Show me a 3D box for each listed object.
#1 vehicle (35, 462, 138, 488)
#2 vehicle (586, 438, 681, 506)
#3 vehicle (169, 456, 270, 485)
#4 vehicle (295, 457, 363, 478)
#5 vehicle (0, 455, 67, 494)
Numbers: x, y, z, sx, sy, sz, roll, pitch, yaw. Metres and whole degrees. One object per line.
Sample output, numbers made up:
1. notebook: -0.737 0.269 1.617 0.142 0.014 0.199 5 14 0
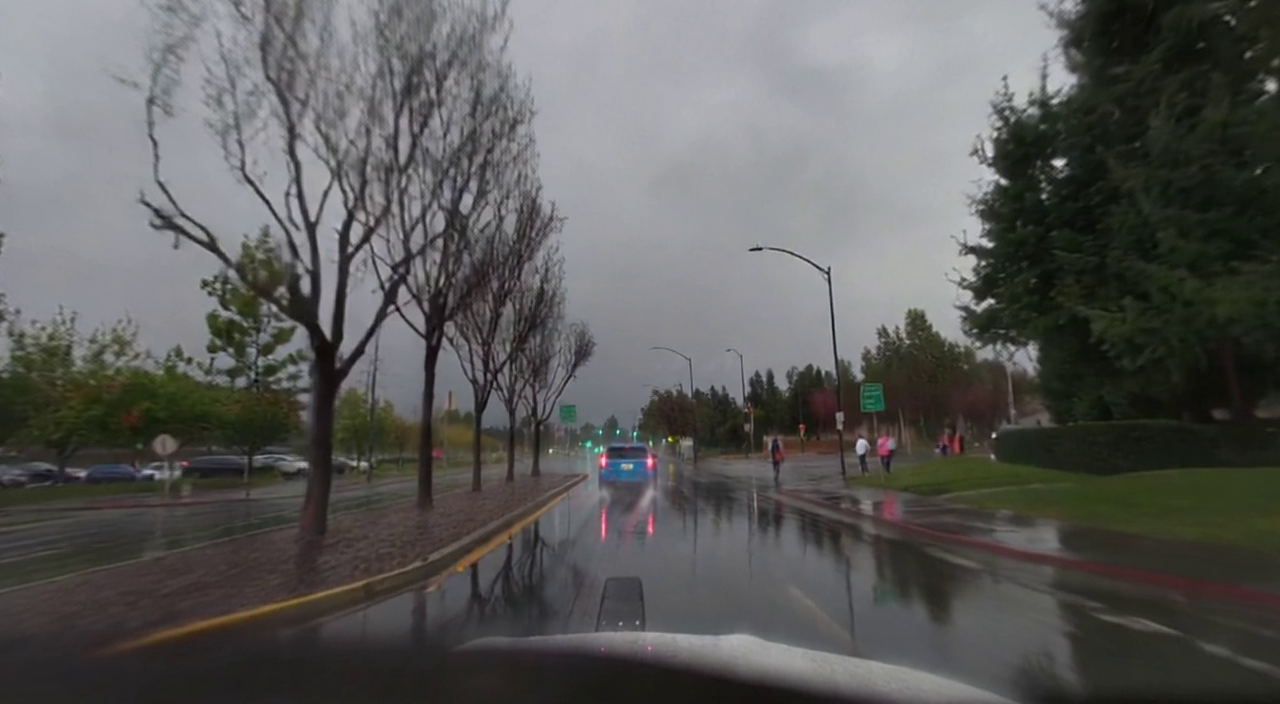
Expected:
1. vehicle: -35.359 7.876 40.464 4.500 1.542 2.155 0 -9 -1
2. vehicle: -0.197 3.141 17.023 2.221 1.570 4.398 0 -8 -1
3. vehicle: -22.957 6.469 34.597 4.038 1.531 2.015 0 -9 -3
4. vehicle: -23.173 8.618 47.216 4.086 1.478 1.844 0 -8 -4
5. vehicle: -35.745 6.840 35.362 5.087 1.999 2.056 0 -8 -2
